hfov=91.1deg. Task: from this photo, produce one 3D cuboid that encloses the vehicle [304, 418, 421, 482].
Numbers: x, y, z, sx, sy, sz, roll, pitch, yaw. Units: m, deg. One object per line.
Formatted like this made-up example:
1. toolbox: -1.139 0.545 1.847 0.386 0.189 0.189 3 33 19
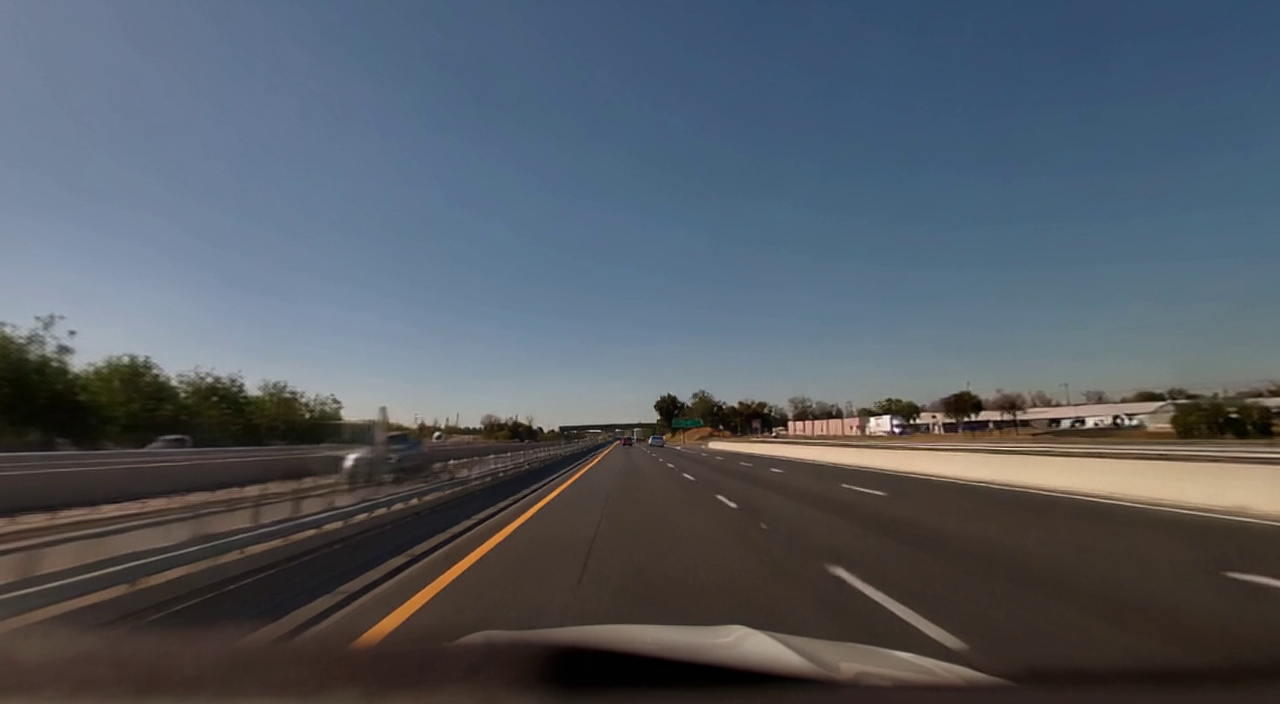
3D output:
1. vehicle: -12.091 4.300 28.065 2.380 2.522 6.211 0 -8 0
